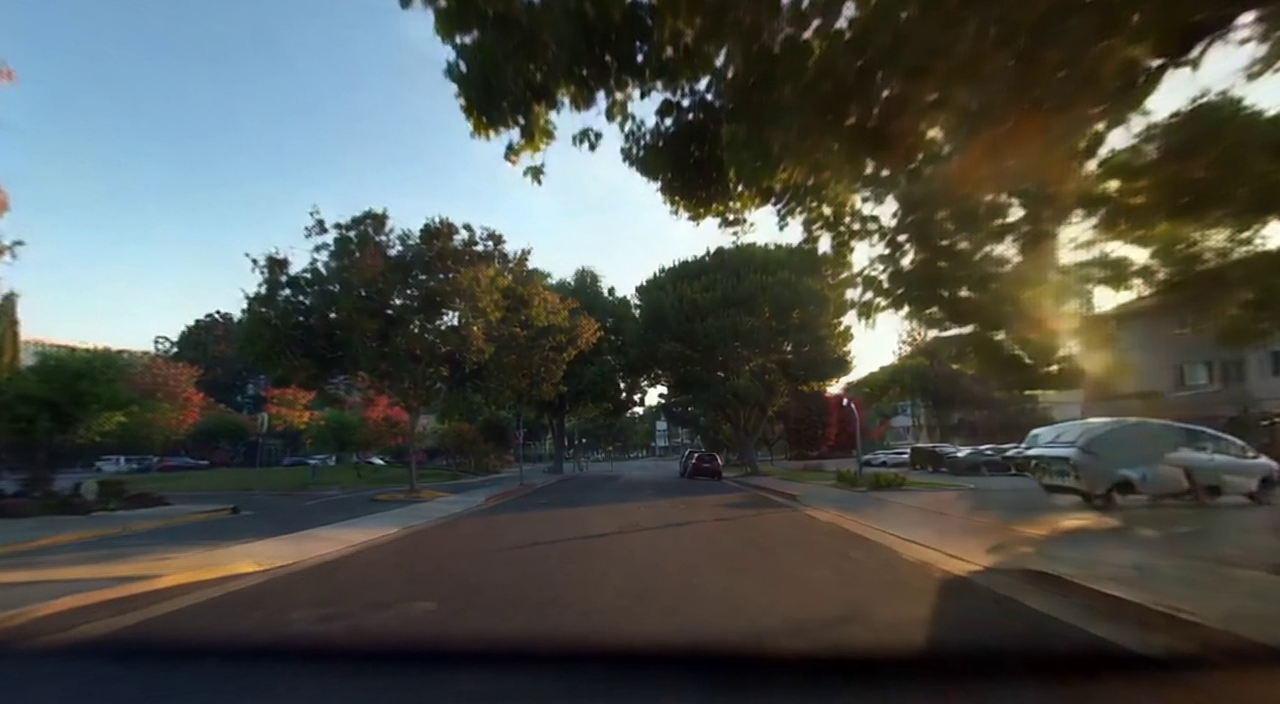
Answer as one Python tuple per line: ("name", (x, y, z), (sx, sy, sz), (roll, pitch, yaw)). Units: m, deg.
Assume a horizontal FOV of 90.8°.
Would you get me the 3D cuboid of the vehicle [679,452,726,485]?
("vehicle", (3.161, 6.017, 32.972), (2.064, 1.532, 4.596), (0, -9, 1))
